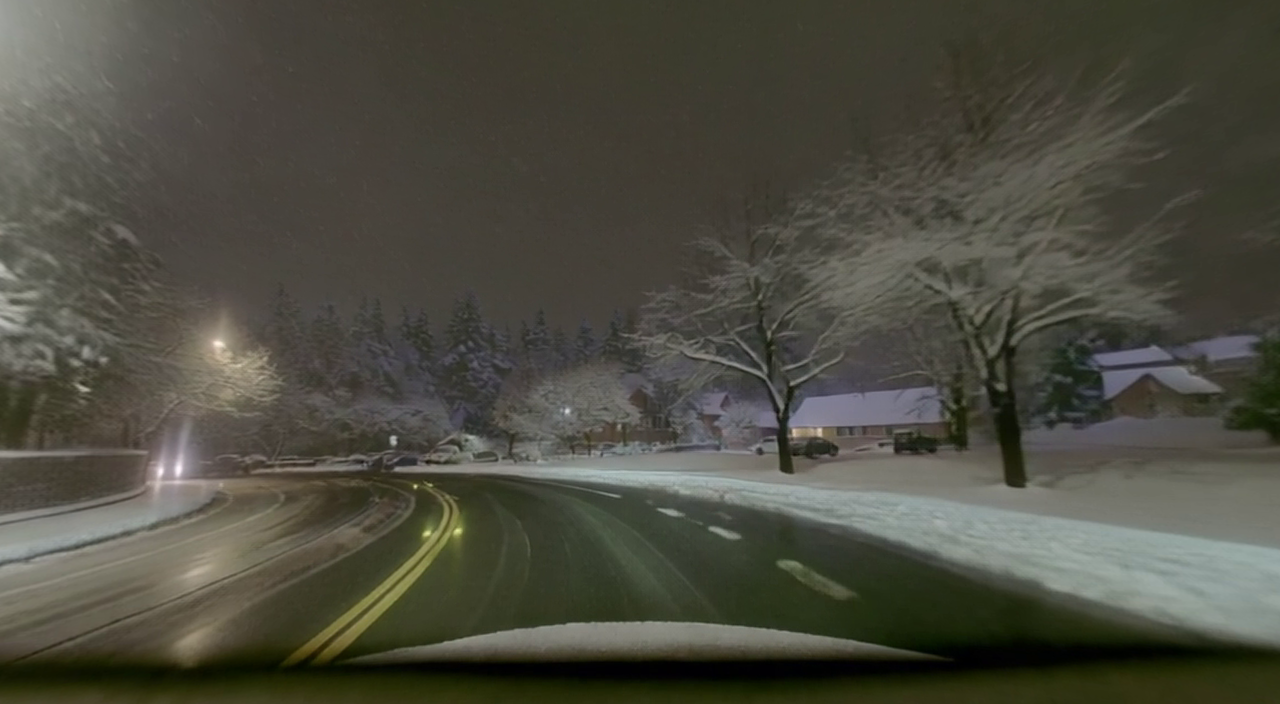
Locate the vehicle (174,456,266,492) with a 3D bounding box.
[{"bbox_3d":[-20.766,5.884,31.031,2.772,1.161,7.241,3,-8,-41],"label":"vehicle"}]

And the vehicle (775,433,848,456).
[{"bbox_3d":[11.233,6.117,41.603,4.462,1.474,1.765,-2,-9,9],"label":"vehicle"}]

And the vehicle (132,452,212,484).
[{"bbox_3d":[-28.098,6.891,37.884,4.946,1.537,2.206,-4,-7,34],"label":"vehicle"}]
